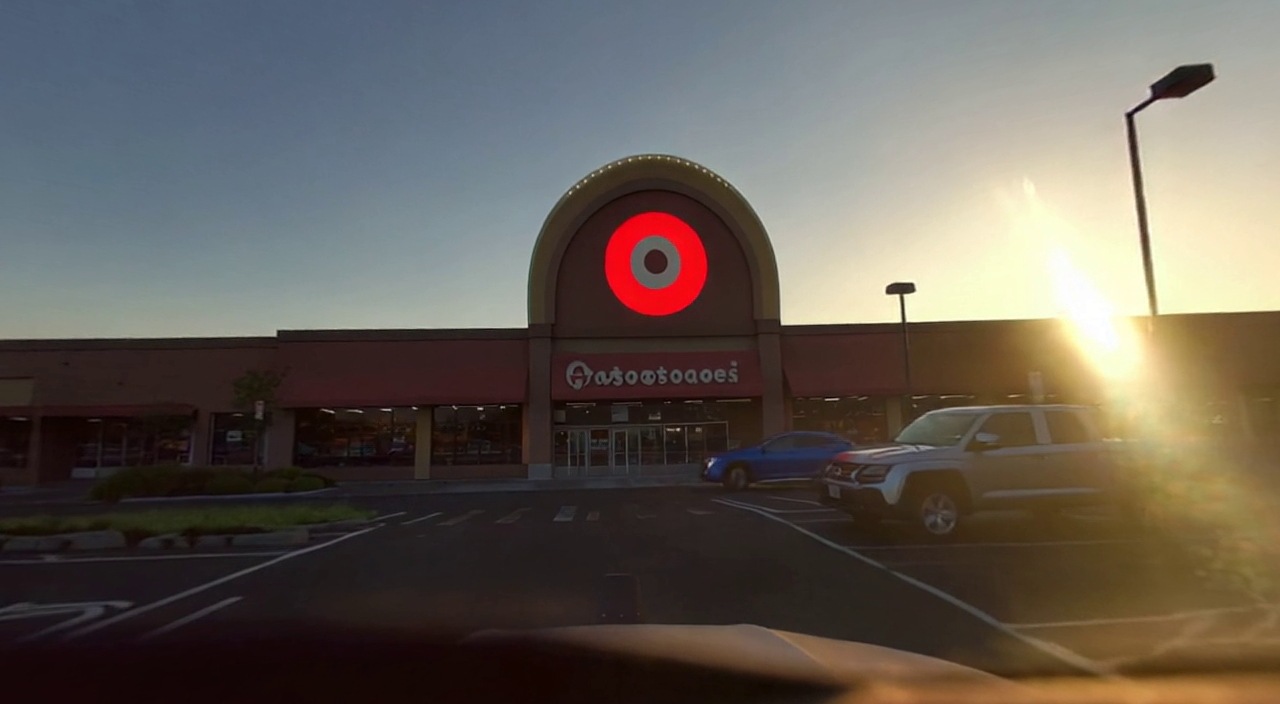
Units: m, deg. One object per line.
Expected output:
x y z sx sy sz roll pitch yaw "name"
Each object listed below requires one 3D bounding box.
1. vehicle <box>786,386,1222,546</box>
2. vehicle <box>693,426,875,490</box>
4.912 1.577 9.140 4.864 1.916 2.413 1 -8 -7 "vehicle"
4.296 3.211 19.345 4.957 1.788 2.092 1 -9 -8 "vehicle"
